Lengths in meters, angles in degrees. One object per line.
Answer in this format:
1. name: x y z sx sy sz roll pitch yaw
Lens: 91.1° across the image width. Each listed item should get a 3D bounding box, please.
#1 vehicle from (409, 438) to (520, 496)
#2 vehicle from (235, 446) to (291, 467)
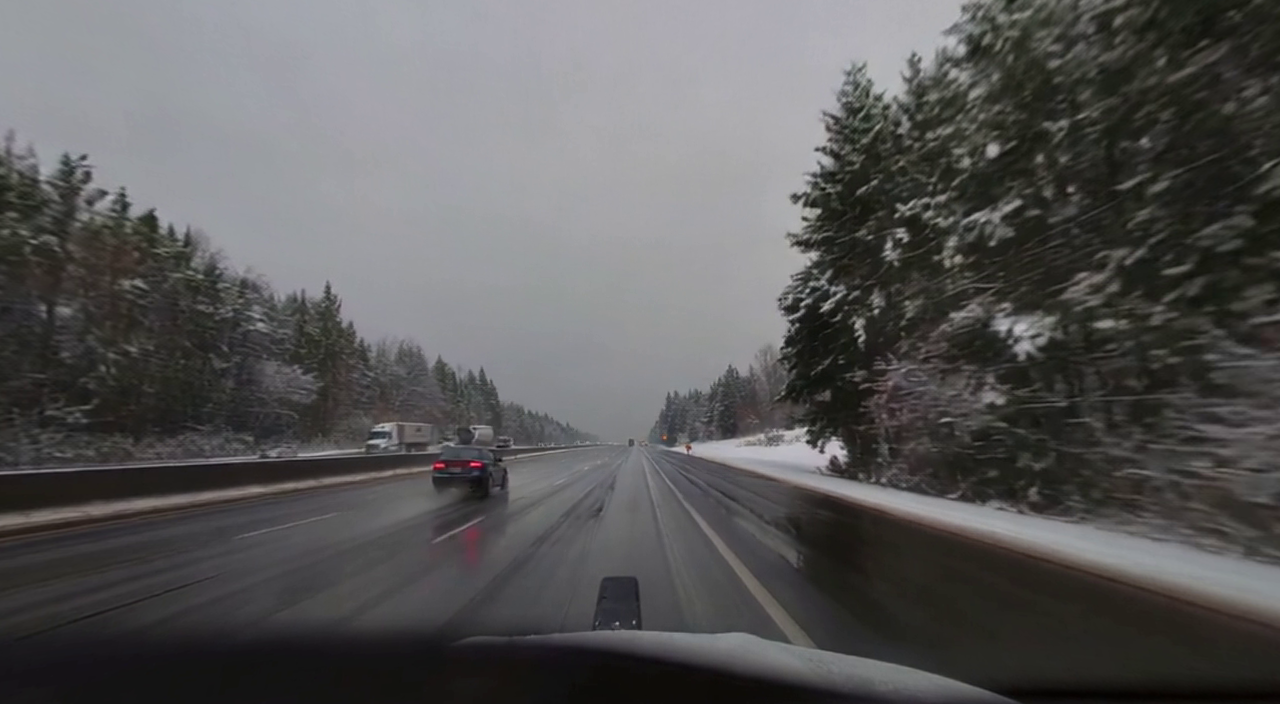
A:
1. vehicle: -4.986 3.288 18.560 2.004 1.497 4.260 0 -8 1
2. vehicle: -29.186 8.093 48.780 1.761 1.477 3.966 0 -8 1
